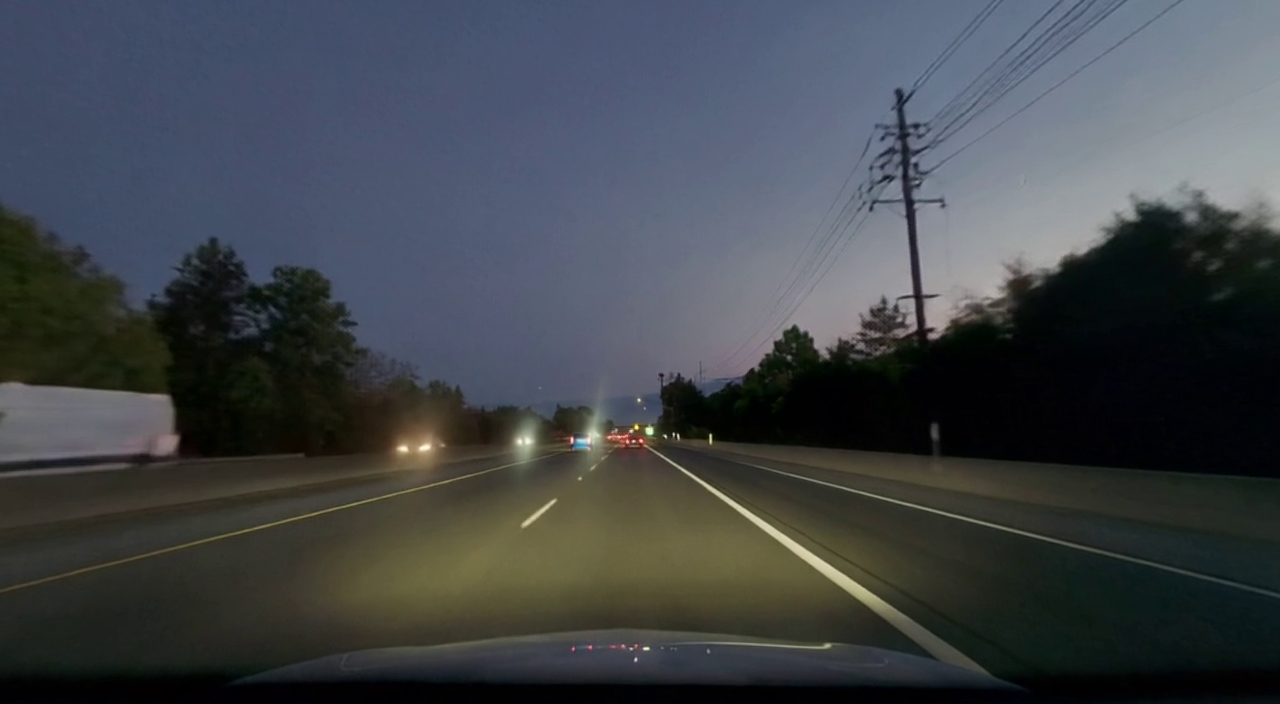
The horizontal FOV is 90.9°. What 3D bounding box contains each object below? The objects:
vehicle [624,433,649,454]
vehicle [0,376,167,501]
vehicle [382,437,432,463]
[{"bbox_3d":[-0.294,6.952,48.020,1.890,1.472,3.716,0,-8,-1],"label":"vehicle"},{"bbox_3d":[-17.087,2.363,17.269,2.656,3.032,7.159,0,-8,-1],"label":"vehicle"},{"bbox_3d":[-13.096,5.490,35.625,1.552,1.361,3.351,0,-8,-1],"label":"vehicle"}]
